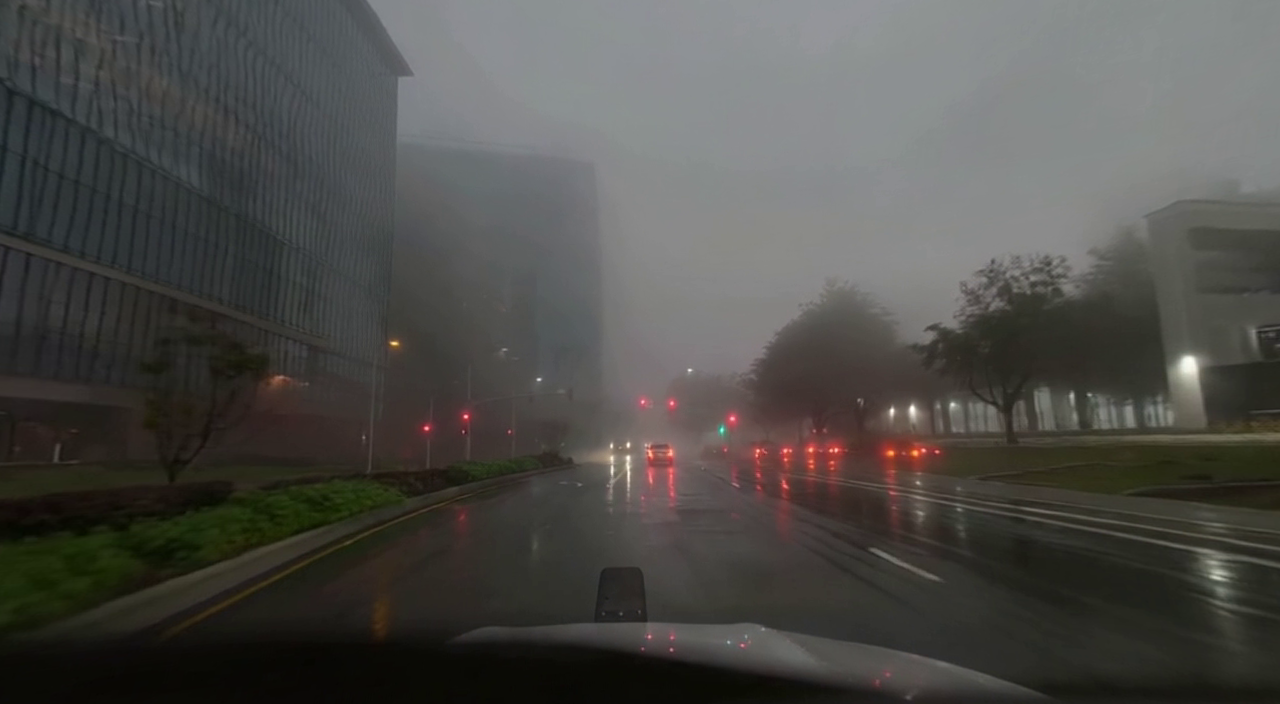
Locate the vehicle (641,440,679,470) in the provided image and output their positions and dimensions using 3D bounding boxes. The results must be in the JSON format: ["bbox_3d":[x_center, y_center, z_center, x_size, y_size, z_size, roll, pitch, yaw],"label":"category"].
[{"bbox_3d":[1.194,6.092,37.579,2.092,1.660,4.319,0,-8,2],"label":"vehicle"}]
